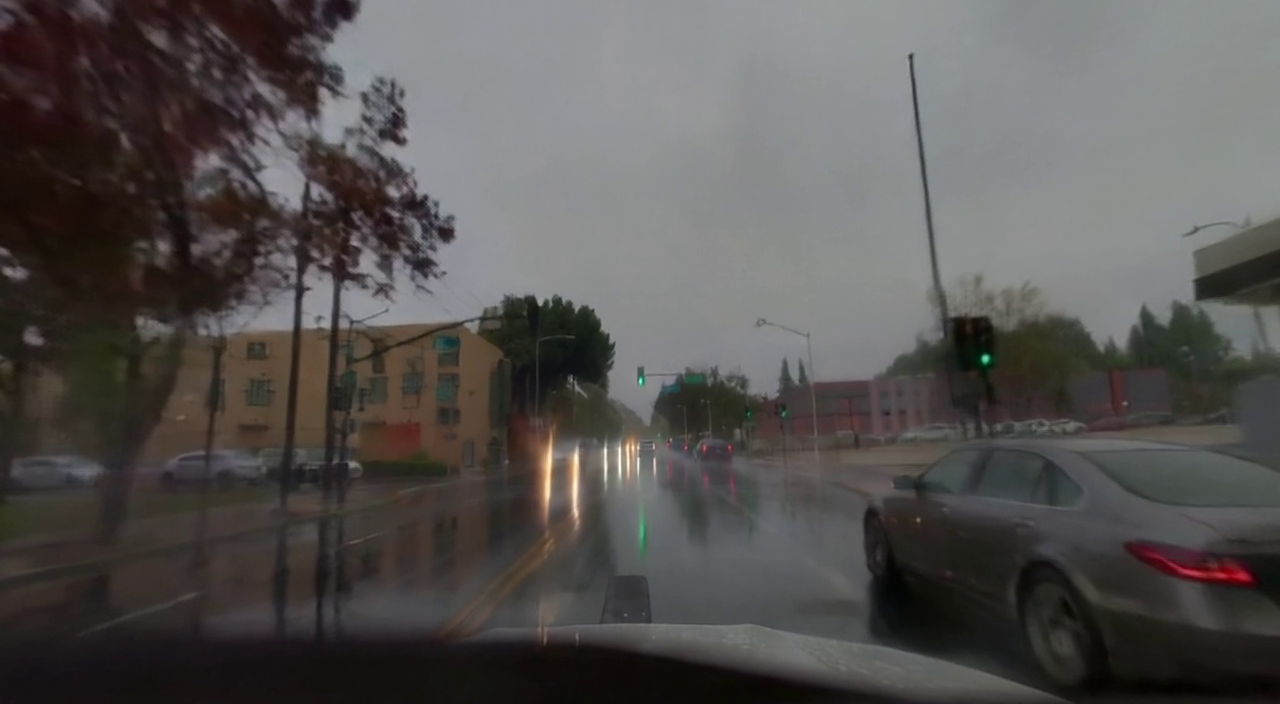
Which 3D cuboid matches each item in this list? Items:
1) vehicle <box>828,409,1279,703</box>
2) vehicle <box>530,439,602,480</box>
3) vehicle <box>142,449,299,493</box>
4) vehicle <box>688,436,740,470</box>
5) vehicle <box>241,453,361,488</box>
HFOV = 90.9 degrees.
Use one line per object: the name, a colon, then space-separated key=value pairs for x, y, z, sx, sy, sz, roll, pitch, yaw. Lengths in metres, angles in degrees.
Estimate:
vehicle: x=3.308 y=1.354 z=5.072 sx=2.072 sy=1.471 sz=4.834 roll=0 pitch=-9 yaw=0
vehicle: x=-3.238 y=4.870 z=28.811 sx=2.519 sy=1.689 sz=5.200 roll=0 pitch=-9 yaw=1
vehicle: x=-18.028 y=5.119 z=27.241 sx=5.361 sy=1.767 sz=2.179 roll=-1 pitch=-9 yaw=5
vehicle: x=3.650 y=5.135 z=32.076 sx=2.035 sy=1.564 sz=4.719 roll=0 pitch=-9 yaw=-1
vehicle: x=-16.148 y=5.641 z=30.145 sx=4.540 sy=1.546 sz=2.157 roll=-2 pitch=-9 yaw=8
